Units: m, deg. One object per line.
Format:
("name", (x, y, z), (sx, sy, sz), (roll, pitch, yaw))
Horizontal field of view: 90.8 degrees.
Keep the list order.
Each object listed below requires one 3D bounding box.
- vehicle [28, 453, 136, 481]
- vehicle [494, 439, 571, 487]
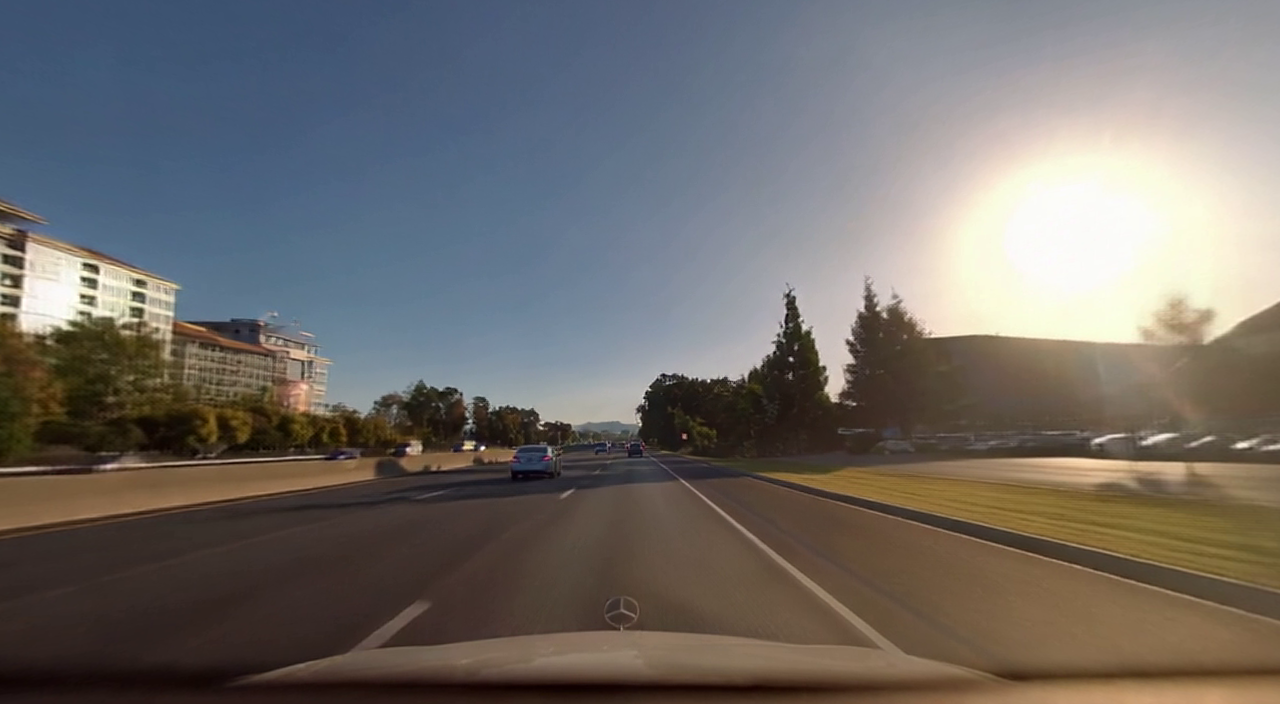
("vehicle", (-32.172, 6.609, 36.654), (2.084, 1.483, 4.615), (0, -9, 0))
("vehicle", (-3.551, 3.764, 21.683), (1.920, 1.463, 4.134), (0, -9, 0))
